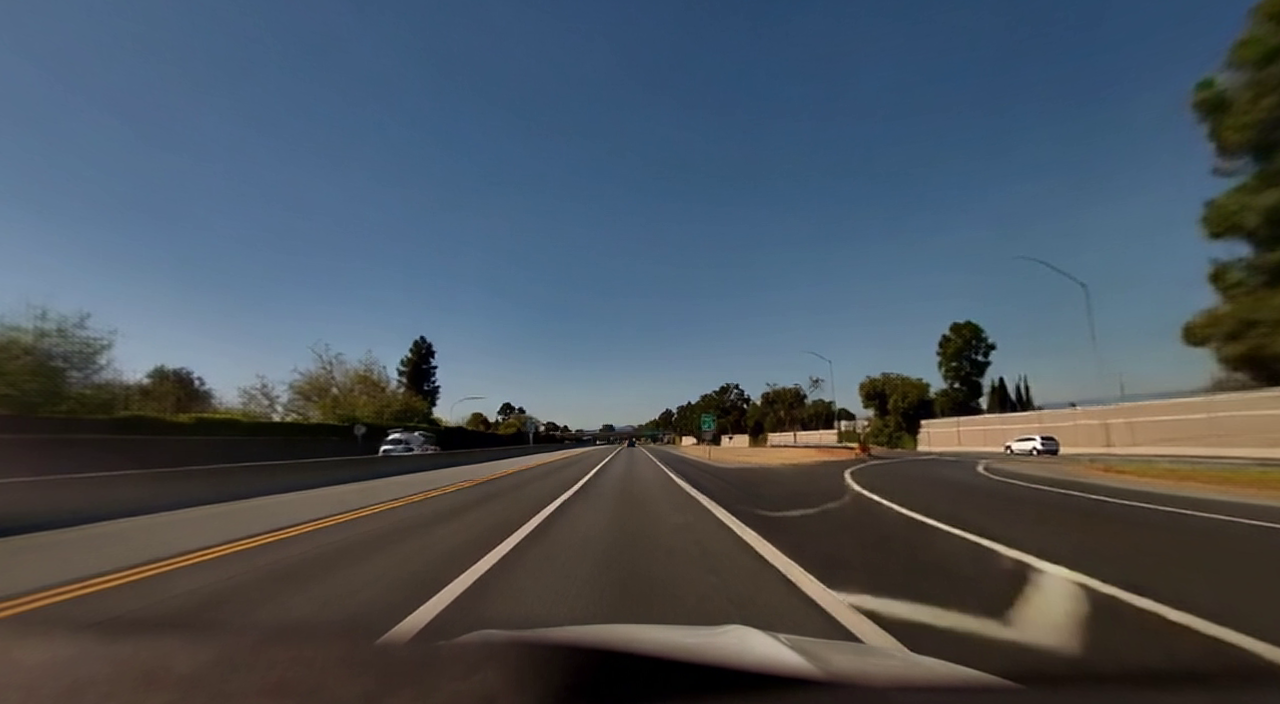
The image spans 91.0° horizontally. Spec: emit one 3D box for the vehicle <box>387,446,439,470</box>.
[{"bbox_3d":[-15.561,7.286,43.426,1.956,1.471,4.552,-1,-8,0],"label":"vehicle"}]
